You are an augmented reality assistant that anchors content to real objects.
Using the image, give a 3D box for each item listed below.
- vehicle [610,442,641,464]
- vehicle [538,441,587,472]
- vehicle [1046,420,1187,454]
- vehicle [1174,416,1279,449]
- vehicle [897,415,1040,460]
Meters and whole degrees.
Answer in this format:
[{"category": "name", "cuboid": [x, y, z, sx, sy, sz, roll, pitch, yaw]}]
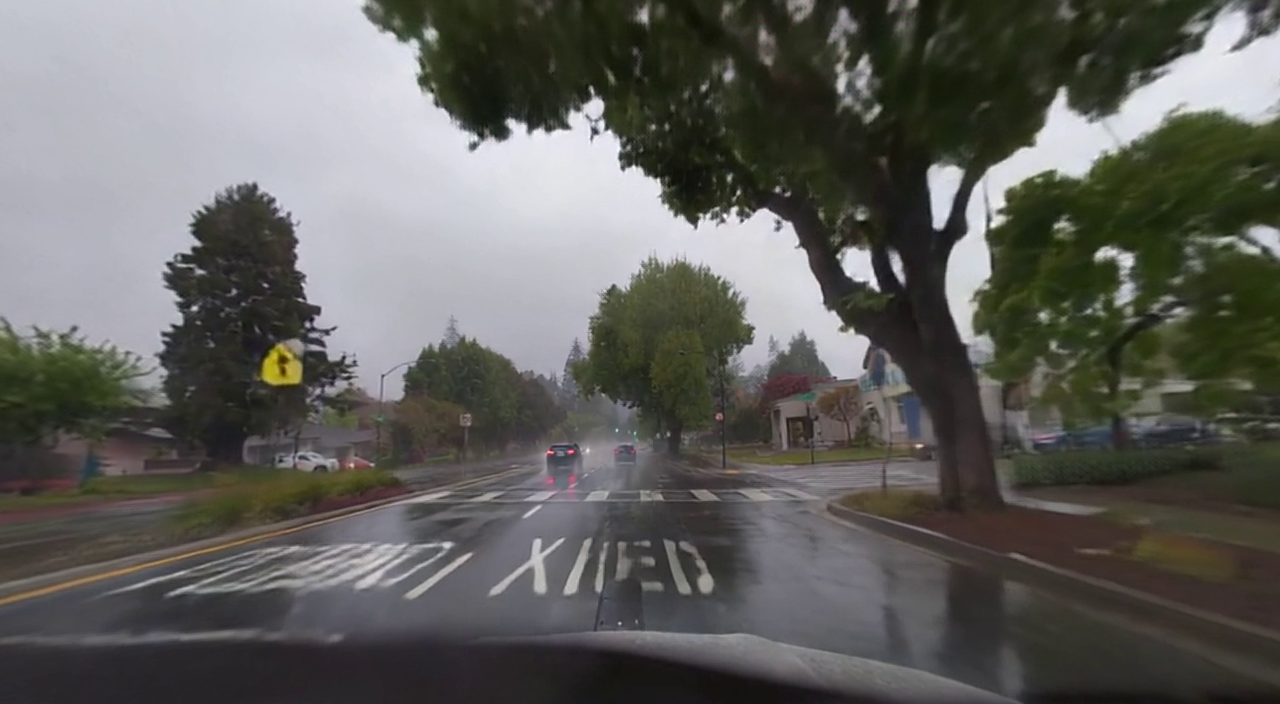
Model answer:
[{"category": "vehicle", "cuboid": [-1.026, 7.455, 46.602, 2.187, 1.478, 4.138, 0, -8, -1]}, {"category": "vehicle", "cuboid": [-3.964, 5.454, 33.101, 2.083, 1.460, 4.527, 0, -8, -1]}, {"category": "vehicle", "cuboid": [22.258, 4.011, 29.525, 5.025, 1.532, 1.958, 0, -8, -1]}, {"category": "vehicle", "cuboid": [28.203, 3.836, 29.685, 4.444, 1.482, 1.883, 1, -9, -6]}, {"category": "vehicle", "cuboid": [15.111, 3.991, 29.235, 5.230, 2.007, 2.410, 0, -8, 1]}]
